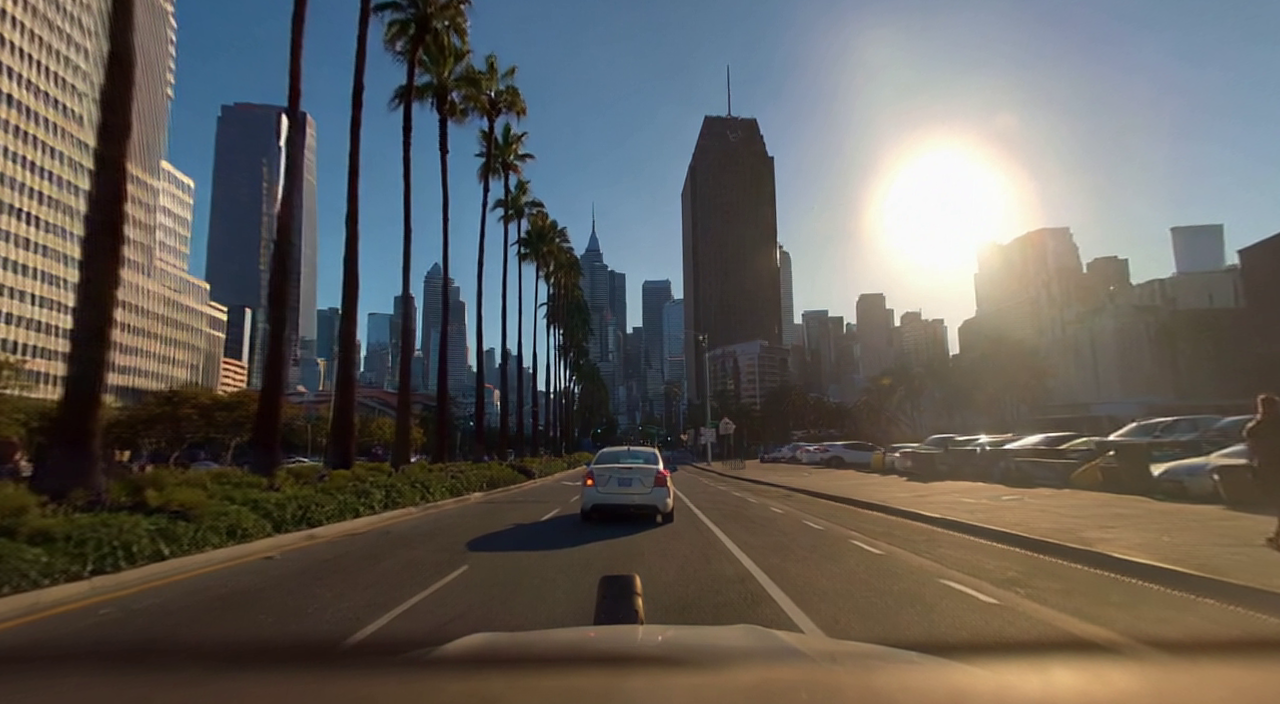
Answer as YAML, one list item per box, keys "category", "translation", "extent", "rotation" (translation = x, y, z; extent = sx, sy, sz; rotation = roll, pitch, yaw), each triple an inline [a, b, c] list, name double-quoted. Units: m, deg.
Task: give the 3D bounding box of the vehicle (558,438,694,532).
- category: "vehicle"
  translation: [-0.222, 2.495, 12.390]
  extent: [2.235, 1.528, 3.876]
  rotation: [0, -9, 0]

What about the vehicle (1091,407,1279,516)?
- category: "vehicle"
  translation: [12.919, 2.144, 12.904]
  extent: [5.301, 1.962, 2.431]
  rotation: [-3, -8, 4]

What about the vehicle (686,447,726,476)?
- category: "vehicle"
  translation: [4.303, 7.172, 41.693]
  extent: [2.136, 1.774, 4.778]
  rotation: [0, -9, 0]

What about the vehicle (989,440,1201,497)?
- category: "vehicle"
  translation: [12.835, 3.287, 17.996]
  extent: [4.363, 1.488, 2.248]
  rotation: [1, -9, -4]
